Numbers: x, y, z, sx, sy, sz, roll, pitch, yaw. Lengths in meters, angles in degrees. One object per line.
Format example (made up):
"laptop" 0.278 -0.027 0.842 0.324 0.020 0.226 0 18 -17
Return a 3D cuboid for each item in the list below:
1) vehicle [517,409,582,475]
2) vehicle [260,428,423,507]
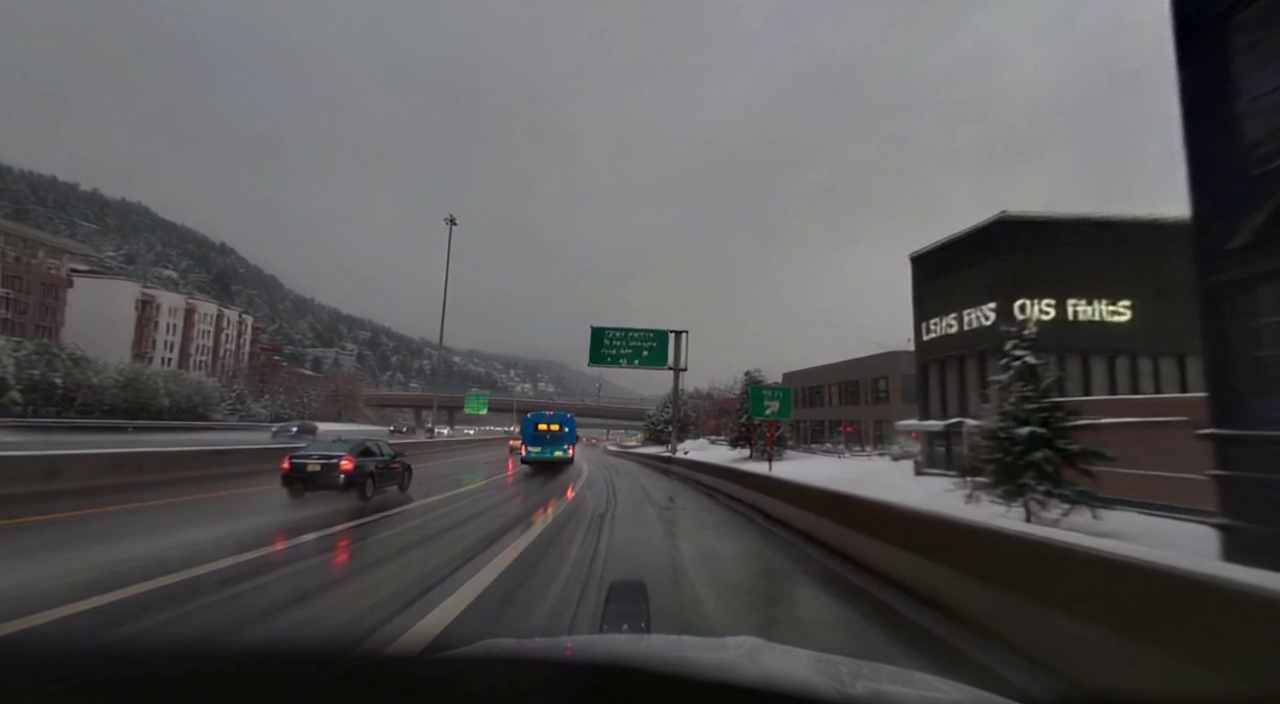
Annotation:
"vehicle" -4.690 4.754 33.114 2.888 2.944 8.373 2 -9 -7
"vehicle" -7.310 2.874 16.058 1.993 1.690 4.450 0 -9 -1
